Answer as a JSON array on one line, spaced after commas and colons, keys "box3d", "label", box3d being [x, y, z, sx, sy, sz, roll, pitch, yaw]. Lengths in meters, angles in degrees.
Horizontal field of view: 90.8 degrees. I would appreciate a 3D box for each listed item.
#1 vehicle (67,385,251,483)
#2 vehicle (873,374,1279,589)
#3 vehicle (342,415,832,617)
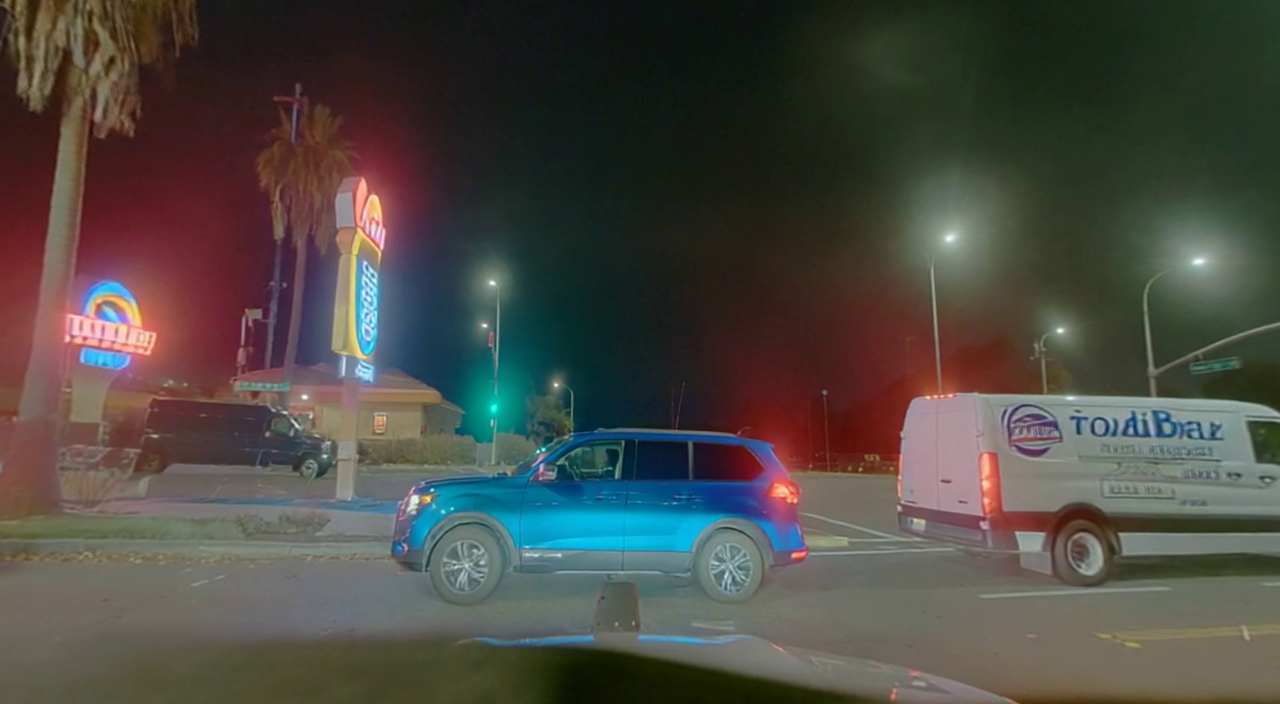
[{"box3d": [-21.835, 3.881, 29.462, 3.034, 3.929, 7.699, 1, -9, -7], "label": "vehicle"}, {"box3d": [6.570, 1.564, 8.161, 6.246, 2.202, 2.277, 1, -9, -8], "label": "vehicle"}, {"box3d": [-0.521, 1.641, 6.962, 4.493, 1.728, 2.137, 2, -9, -9], "label": "vehicle"}]
